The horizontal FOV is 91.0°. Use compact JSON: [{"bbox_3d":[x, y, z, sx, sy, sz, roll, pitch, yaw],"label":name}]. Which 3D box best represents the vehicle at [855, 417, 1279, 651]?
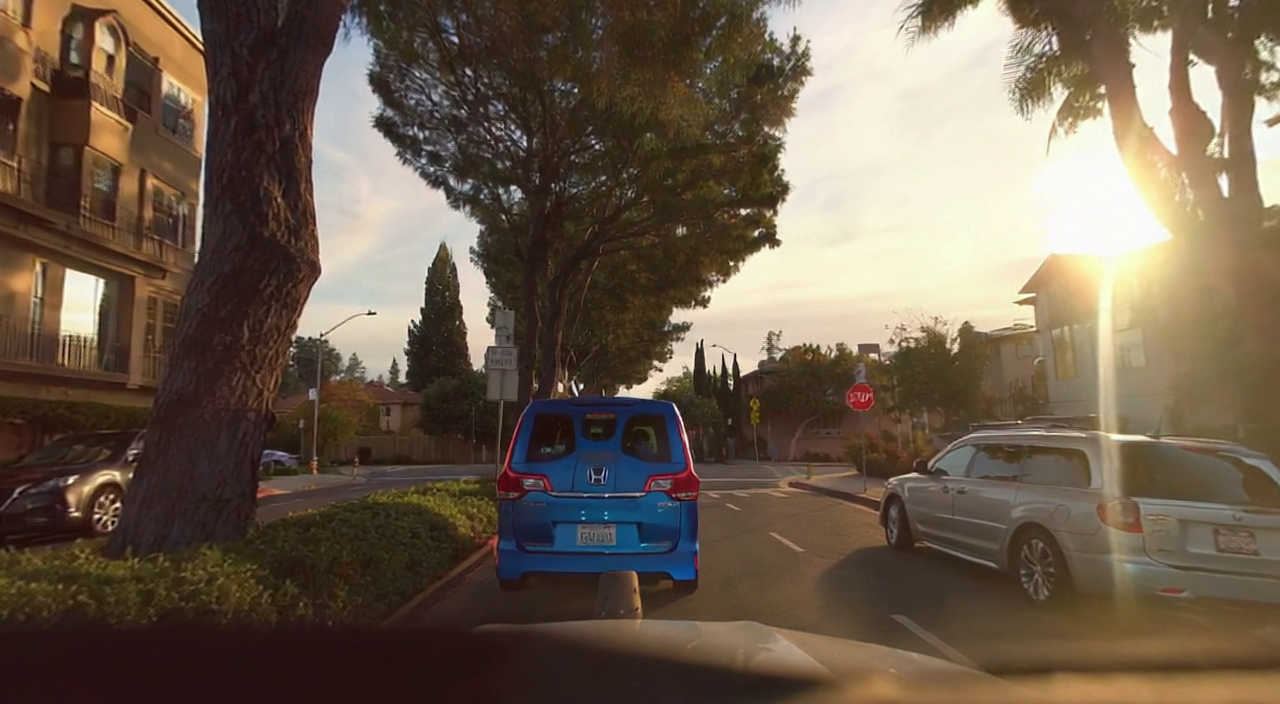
[{"bbox_3d":[4.220,1.680,6.906,1.959,1.581,4.731,4,-9,-2],"label":"vehicle"}]

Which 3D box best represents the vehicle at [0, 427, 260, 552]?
[{"bbox_3d":[-8.291,2.020,10.054,1.825,1.532,4.083,-3,-7,2],"label":"vehicle"}]

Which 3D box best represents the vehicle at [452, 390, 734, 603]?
[{"bbox_3d":[-0.406,1.563,7.728,2.377,1.787,4.652,0,-8,0],"label":"vehicle"}]
